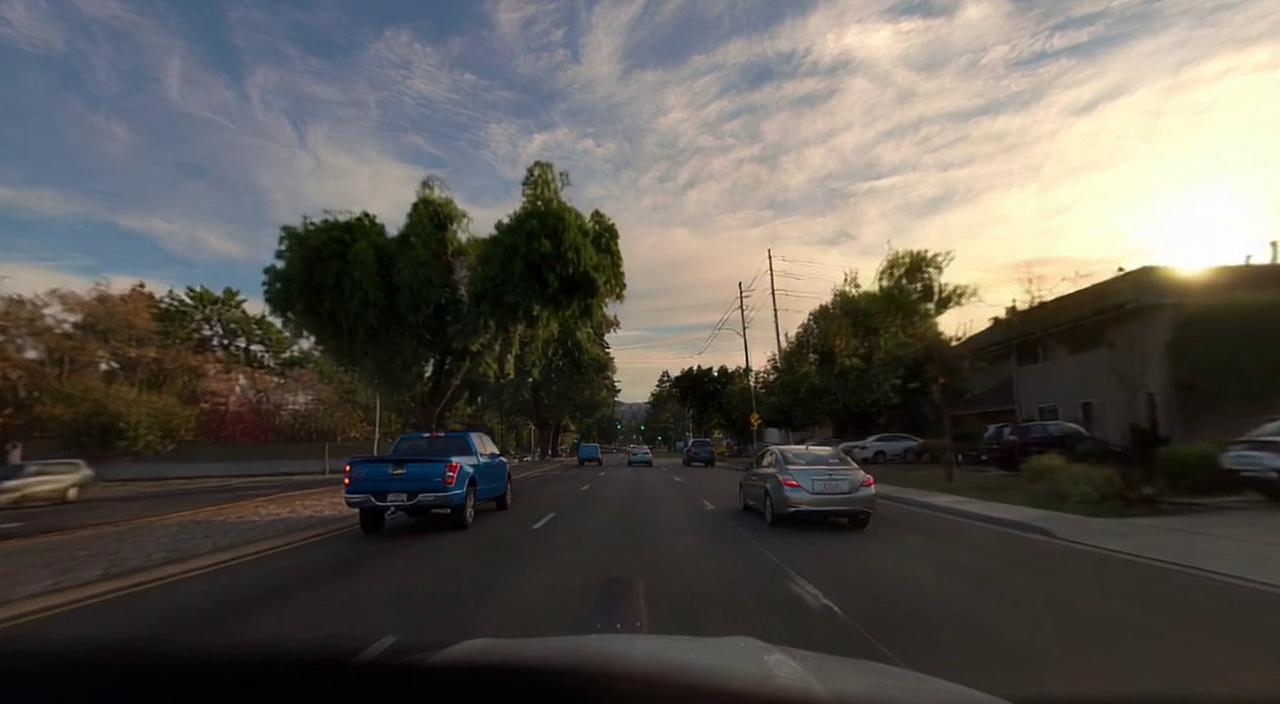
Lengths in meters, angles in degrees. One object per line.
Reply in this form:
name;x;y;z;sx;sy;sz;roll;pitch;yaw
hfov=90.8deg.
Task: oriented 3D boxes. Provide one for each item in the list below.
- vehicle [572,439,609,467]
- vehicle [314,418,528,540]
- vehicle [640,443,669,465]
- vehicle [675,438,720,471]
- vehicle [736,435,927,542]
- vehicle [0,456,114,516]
vehicle;-3.427;7.047;44.191;2.218;1.829;4.492;0;-8;0
vehicle;-3.649;2.232;11.849;2.111;1.745;5.274;0;-8;0
vehicle;1.048;7.877;48.993;1.997;1.636;3.760;0;-8;-3
vehicle;3.291;5.994;37.124;2.099;1.845;4.363;0;-8;-2
vehicle;2.983;2.209;10.917;1.884;1.463;4.195;0;-8;-1
vehicle;-18.308;3.894;18.619;1.841;1.554;4.260;0;-8;1
